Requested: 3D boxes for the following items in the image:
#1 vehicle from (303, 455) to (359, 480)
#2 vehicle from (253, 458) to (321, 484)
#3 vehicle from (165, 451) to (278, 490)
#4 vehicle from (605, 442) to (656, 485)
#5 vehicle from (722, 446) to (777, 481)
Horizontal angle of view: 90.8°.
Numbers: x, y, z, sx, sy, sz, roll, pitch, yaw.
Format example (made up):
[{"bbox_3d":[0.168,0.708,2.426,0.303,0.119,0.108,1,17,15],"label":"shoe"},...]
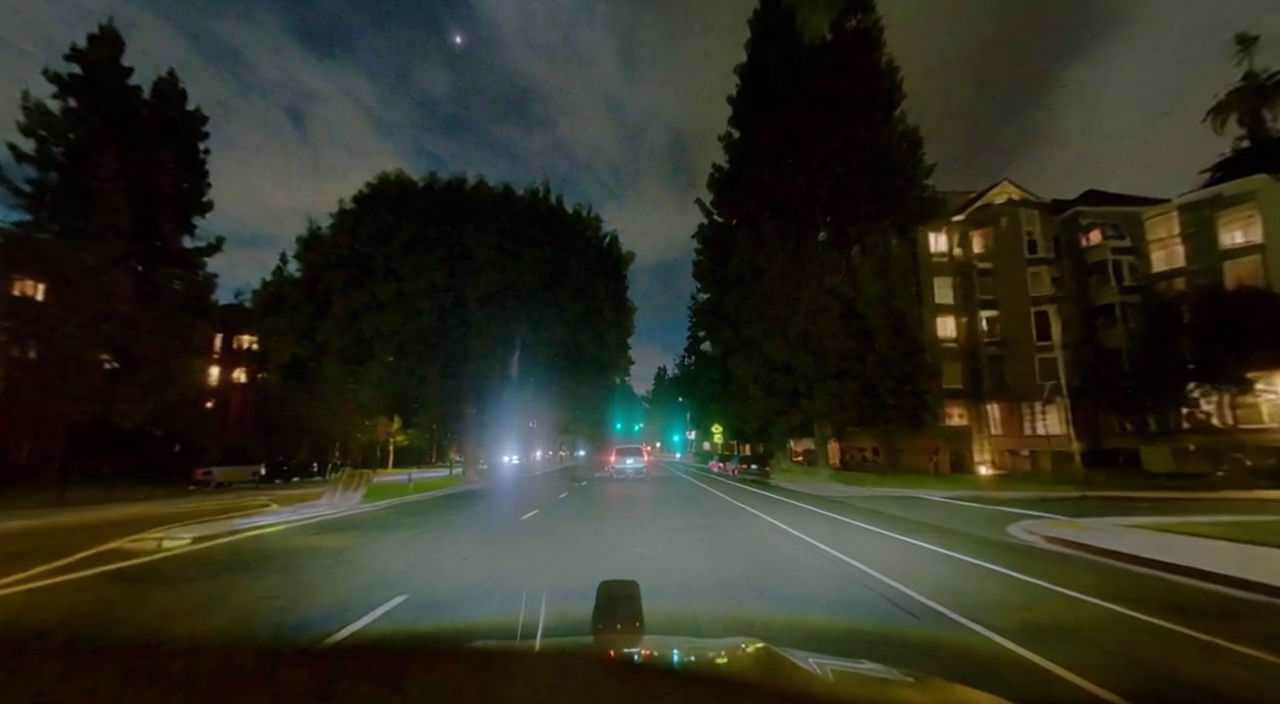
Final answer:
[{"bbox_3d":[-22.533,8.398,46.287,1.835,1.644,4.598,0,-8,-1],"label":"vehicle"},{"bbox_3d":[-22.368,7.526,40.237,1.772,1.457,4.505,0,-8,-1],"label":"vehicle"},{"bbox_3d":[-22.457,6.350,34.319,2.338,1.842,5.722,0,-8,-1],"label":"vehicle"},{"bbox_3d":[-0.419,4.796,27.563,2.070,1.698,3.925,0,-8,-1],"label":"vehicle"},{"bbox_3d":[5.699,5.810,33.323,1.970,1.696,4.405,0,-8,-2],"label":"vehicle"}]
